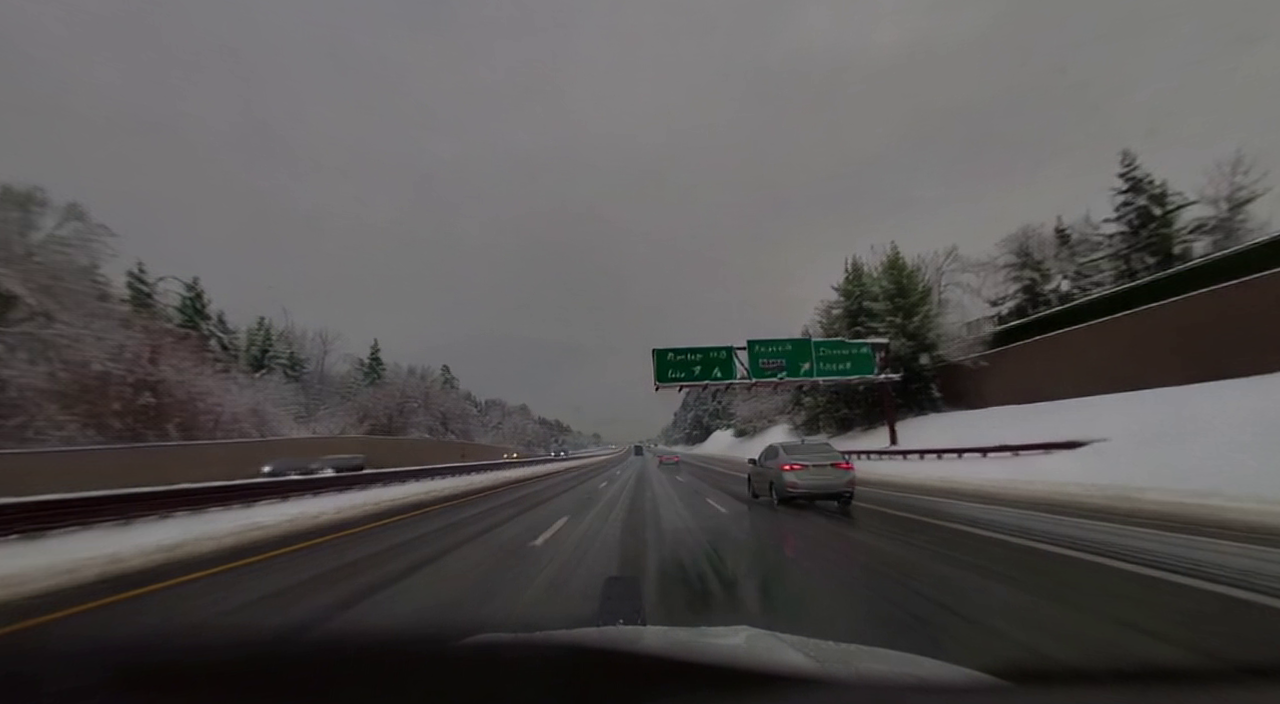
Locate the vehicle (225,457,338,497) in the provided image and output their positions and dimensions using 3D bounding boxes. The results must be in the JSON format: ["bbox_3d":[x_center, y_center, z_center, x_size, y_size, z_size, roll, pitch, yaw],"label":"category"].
[{"bbox_3d":[-15.059,5.243,26.815,1.960,1.474,4.630,-1,-9,2],"label":"vehicle"}]

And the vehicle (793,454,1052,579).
[{"bbox_3d":[3.518,2.076,8.645,1.883,1.320,3.386,0,-9,-2],"label":"vehicle"}]

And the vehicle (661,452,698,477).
[{"bbox_3d":[2.356,6.867,38.729,2.065,1.400,4.028,0,-9,0],"label":"vehicle"}]
